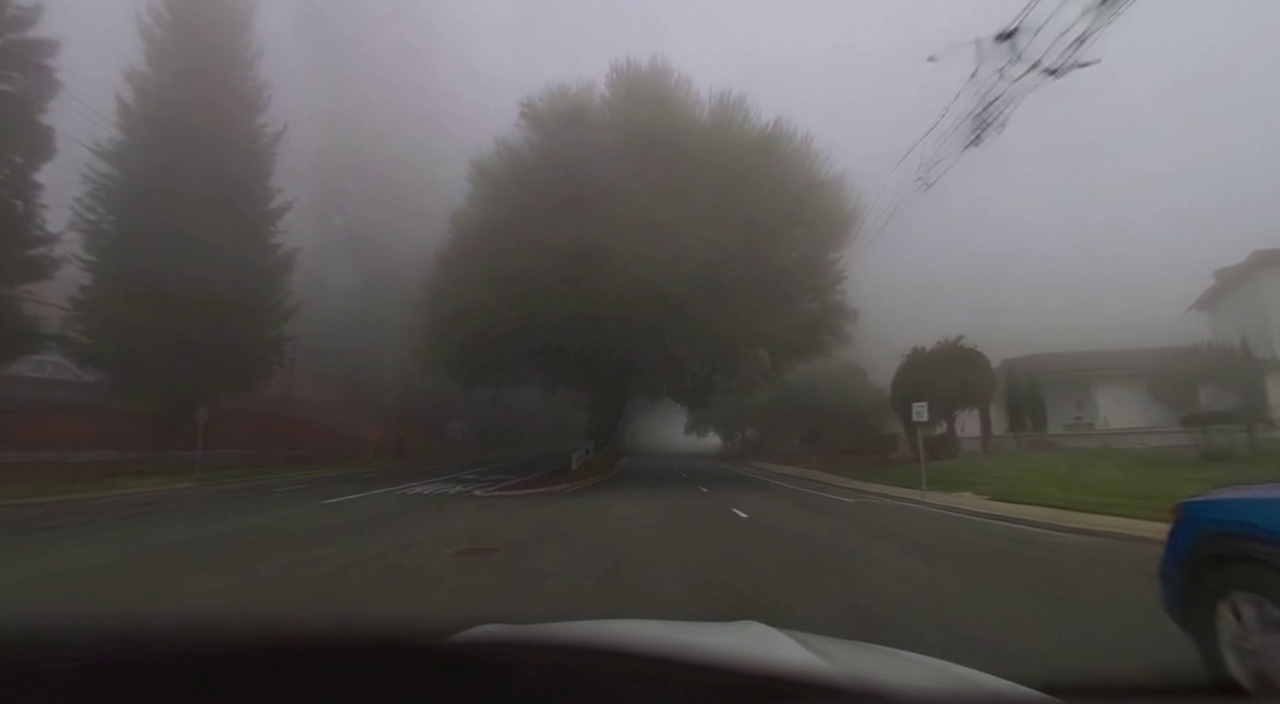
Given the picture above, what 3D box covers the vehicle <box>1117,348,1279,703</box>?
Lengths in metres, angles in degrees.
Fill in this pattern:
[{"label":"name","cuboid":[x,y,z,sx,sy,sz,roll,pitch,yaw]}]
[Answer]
[{"label":"vehicle","cuboid":[4.052,0.644,1.411,2.193,1.777,4.772,0,-9,0]}]
